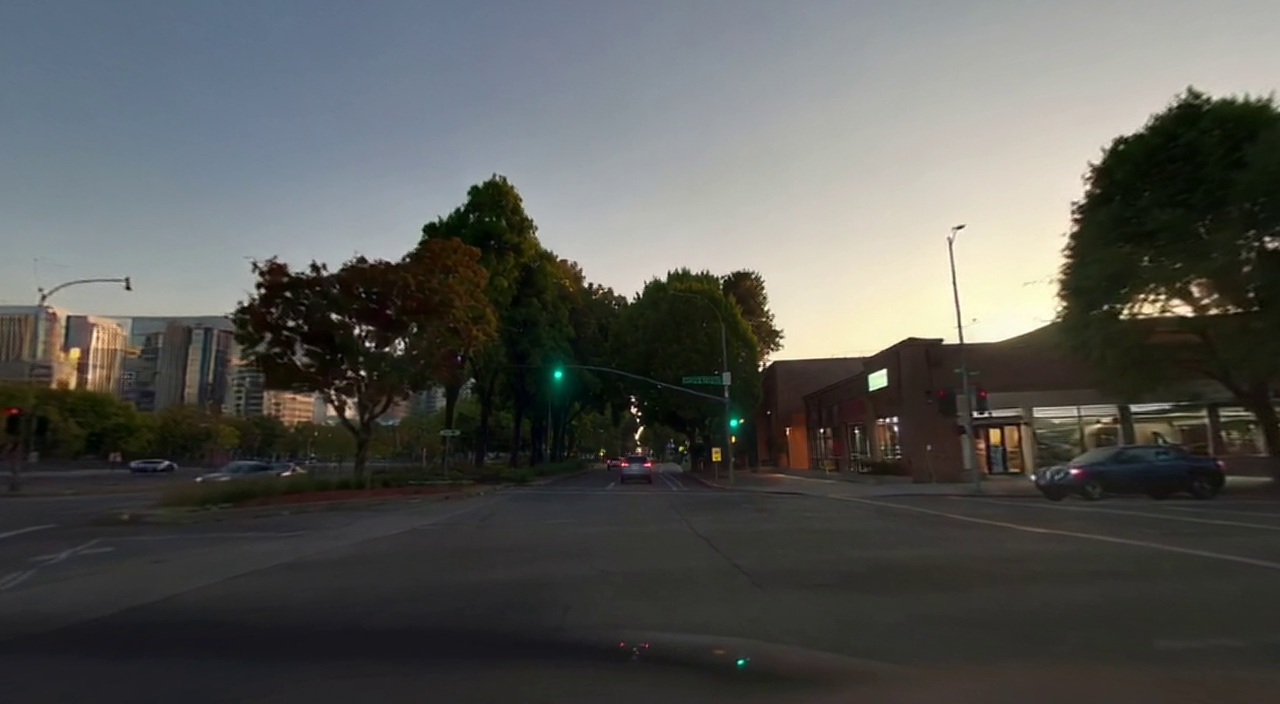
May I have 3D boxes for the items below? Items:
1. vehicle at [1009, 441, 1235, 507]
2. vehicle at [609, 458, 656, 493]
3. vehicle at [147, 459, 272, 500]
[{"bbox_3d":[14.464,3.656,19.205,5.174,1.878,2.000,0,-8,-1],"label":"vehicle"},{"bbox_3d":[-0.297,5.877,30.231,2.115,1.461,3.976,0,-8,1],"label":"vehicle"},{"bbox_3d":[-18.316,5.418,27.217,1.925,1.497,4.788,0,-8,1],"label":"vehicle"}]
